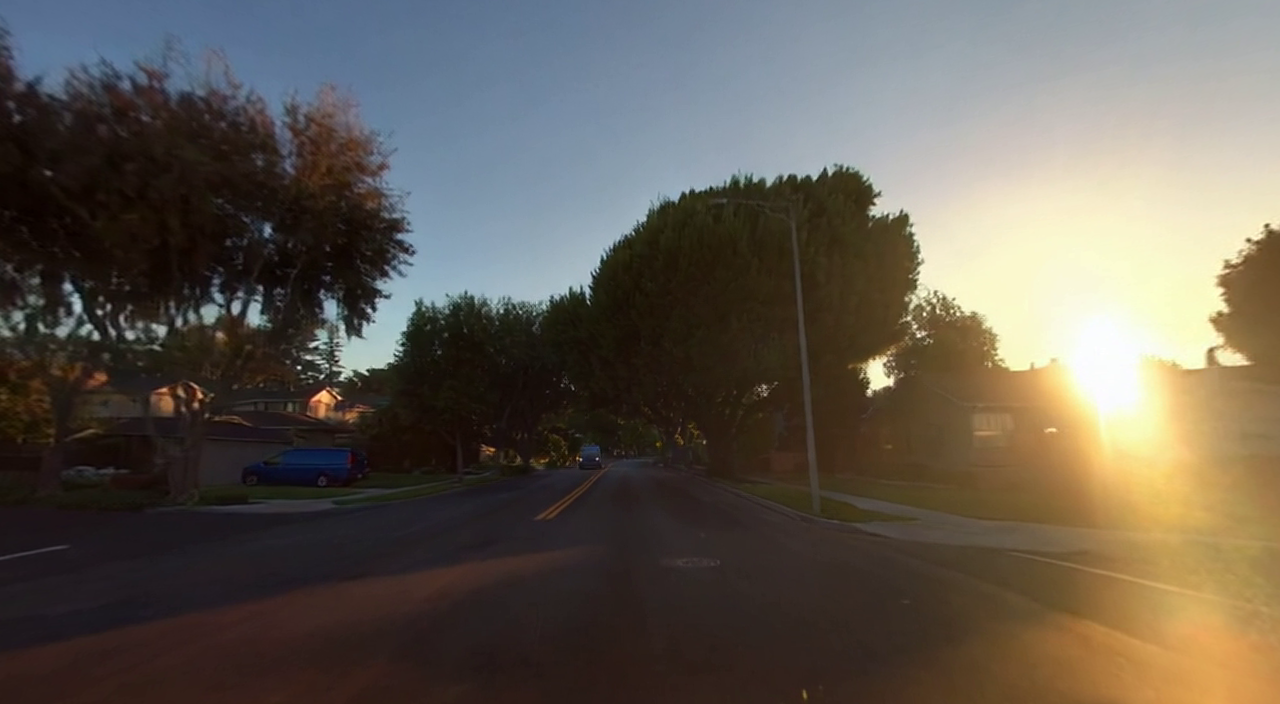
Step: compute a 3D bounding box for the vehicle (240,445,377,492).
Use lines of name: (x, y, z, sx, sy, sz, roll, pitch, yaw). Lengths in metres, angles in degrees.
vehicle: (-14.472, 5.051, 27.894, 2.145, 1.839, 4.837, -6, -10, 33)
